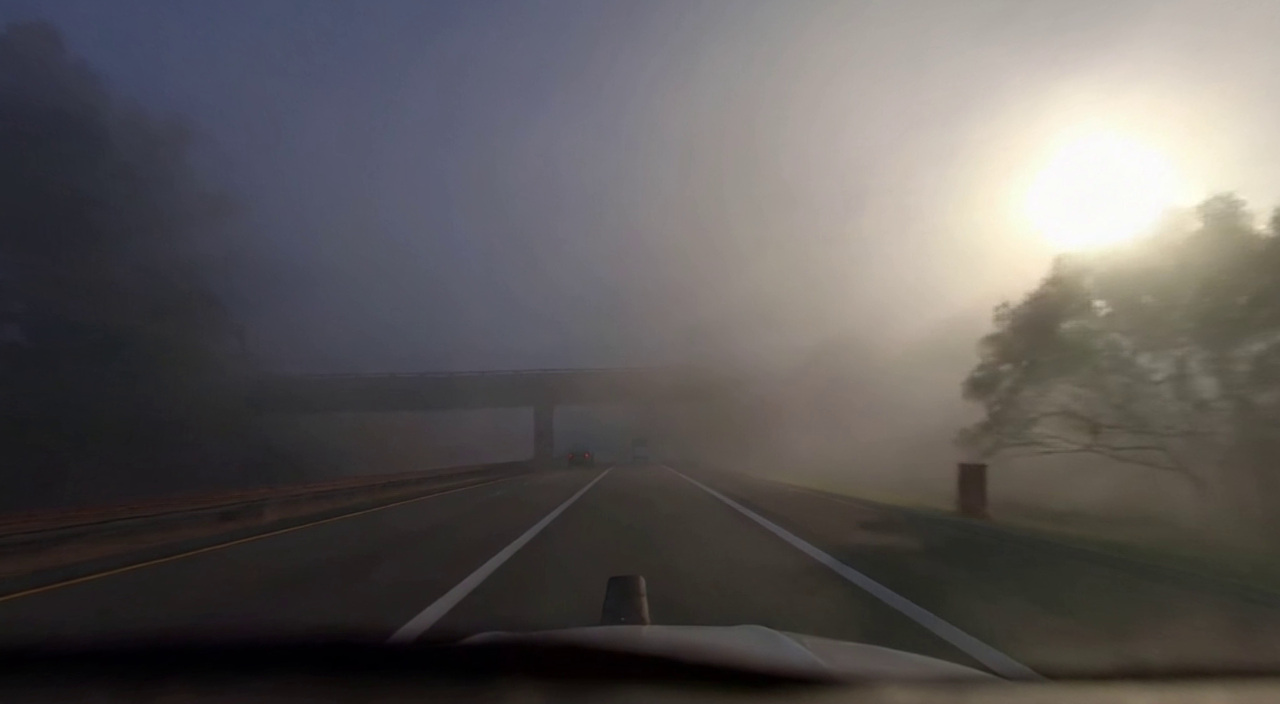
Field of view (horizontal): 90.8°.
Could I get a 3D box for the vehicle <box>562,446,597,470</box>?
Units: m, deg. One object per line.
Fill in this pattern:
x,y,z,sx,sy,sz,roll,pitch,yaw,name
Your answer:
-4.395,7.784,46.521,2.076,1.637,4.526,0,-9,0,vehicle
